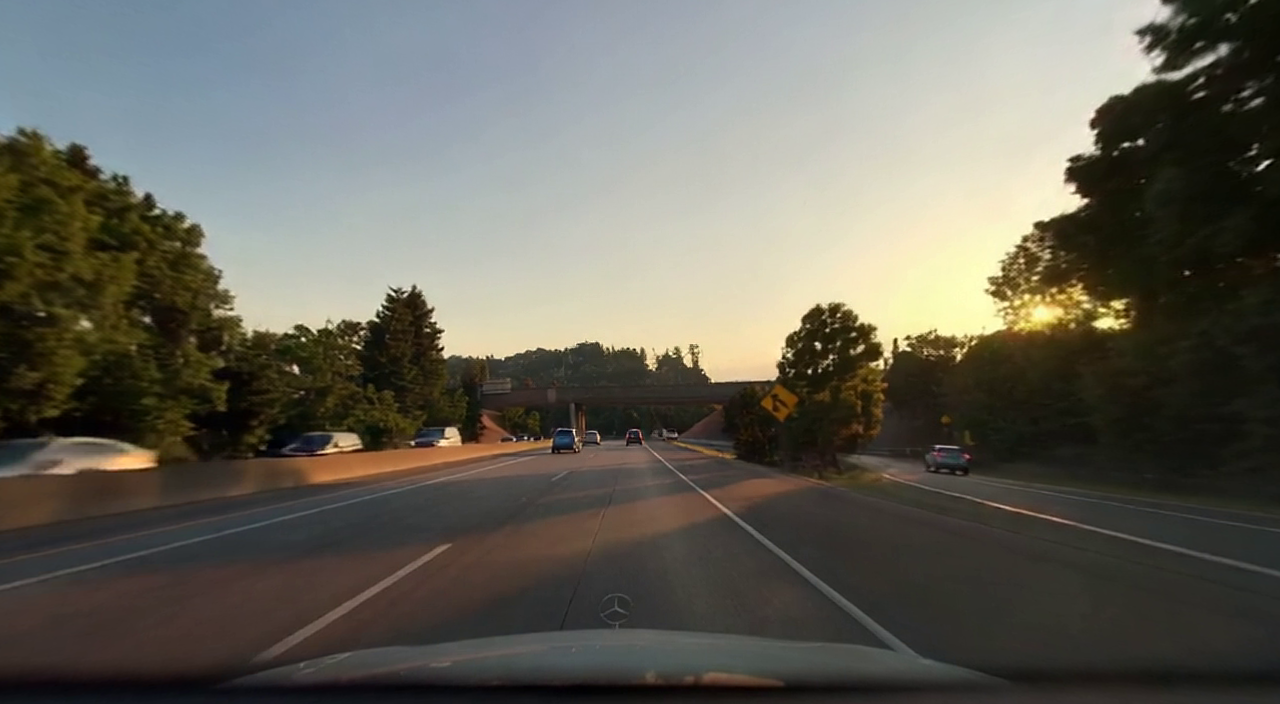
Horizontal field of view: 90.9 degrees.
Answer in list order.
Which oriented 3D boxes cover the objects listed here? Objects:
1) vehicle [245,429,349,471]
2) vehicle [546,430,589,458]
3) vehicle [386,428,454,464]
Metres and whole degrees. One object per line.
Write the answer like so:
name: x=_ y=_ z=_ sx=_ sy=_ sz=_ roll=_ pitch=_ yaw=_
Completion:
vehicle: x=-17.075 y=4.884 z=31.806 sx=2.219 sy=1.903 sz=5.502 roll=0 pitch=-8 yaw=-1
vehicle: x=-4.367 y=5.615 z=38.420 sx=2.169 sy=1.588 sz=4.264 roll=0 pitch=-8 yaw=-1
vehicle: x=-12.622 y=5.414 z=36.541 sx=2.077 sy=1.918 sz=5.331 roll=0 pitch=-8 yaw=-1
